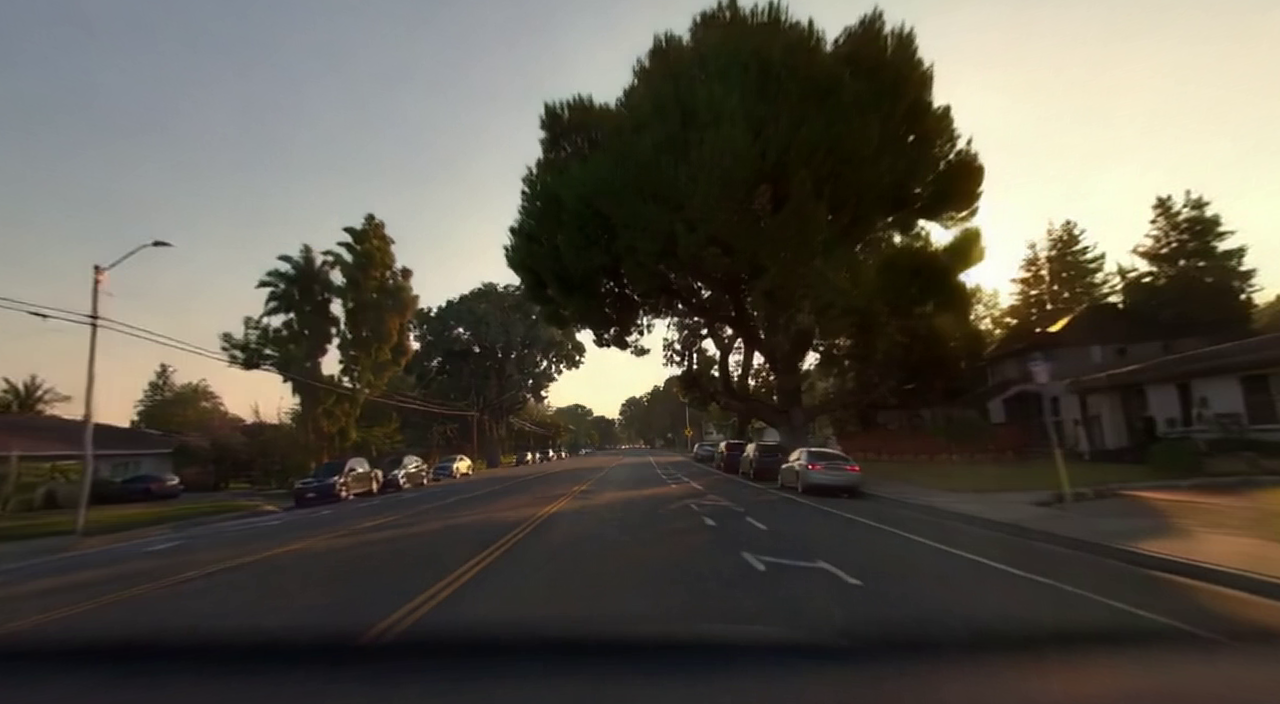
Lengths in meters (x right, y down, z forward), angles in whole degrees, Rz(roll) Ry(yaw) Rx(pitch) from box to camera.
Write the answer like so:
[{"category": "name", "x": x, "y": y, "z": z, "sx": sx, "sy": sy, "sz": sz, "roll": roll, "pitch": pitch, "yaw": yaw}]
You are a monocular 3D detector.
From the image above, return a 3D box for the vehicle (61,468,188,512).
[{"category": "vehicle", "x": -22.046, "y": 5.893, "z": 27.263, "sx": 1.823, "sy": 1.595, "sz": 4.174, "roll": -1, "pitch": -9, "yaw": 3}]

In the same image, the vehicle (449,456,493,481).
[{"category": "vehicle", "x": -12.596, "y": 8.684, "z": 47.269, "sx": 1.972, "sy": 1.475, "sz": 4.503, "roll": -6, "pitch": -9, "yaw": 0}]

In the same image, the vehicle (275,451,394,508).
[{"category": "vehicle", "x": -12.271, "y": 5.134, "z": 25.905, "sx": 2.156, "sy": 1.935, "sz": 5.464, "roll": -3, "pitch": -10, "yaw": 0}]

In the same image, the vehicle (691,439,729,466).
[{"category": "vehicle", "x": 4.596, "y": 6.697, "z": 42.168, "sx": 1.919, "sy": 1.698, "sz": 4.747, "roll": 0, "pitch": -9, "yaw": 0}]

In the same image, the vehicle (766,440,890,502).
[{"category": "vehicle", "x": 4.946, "y": 3.197, "z": 17.408, "sx": 1.923, "sy": 1.454, "sz": 4.460, "roll": 0, "pitch": -9, "yaw": -2}]
